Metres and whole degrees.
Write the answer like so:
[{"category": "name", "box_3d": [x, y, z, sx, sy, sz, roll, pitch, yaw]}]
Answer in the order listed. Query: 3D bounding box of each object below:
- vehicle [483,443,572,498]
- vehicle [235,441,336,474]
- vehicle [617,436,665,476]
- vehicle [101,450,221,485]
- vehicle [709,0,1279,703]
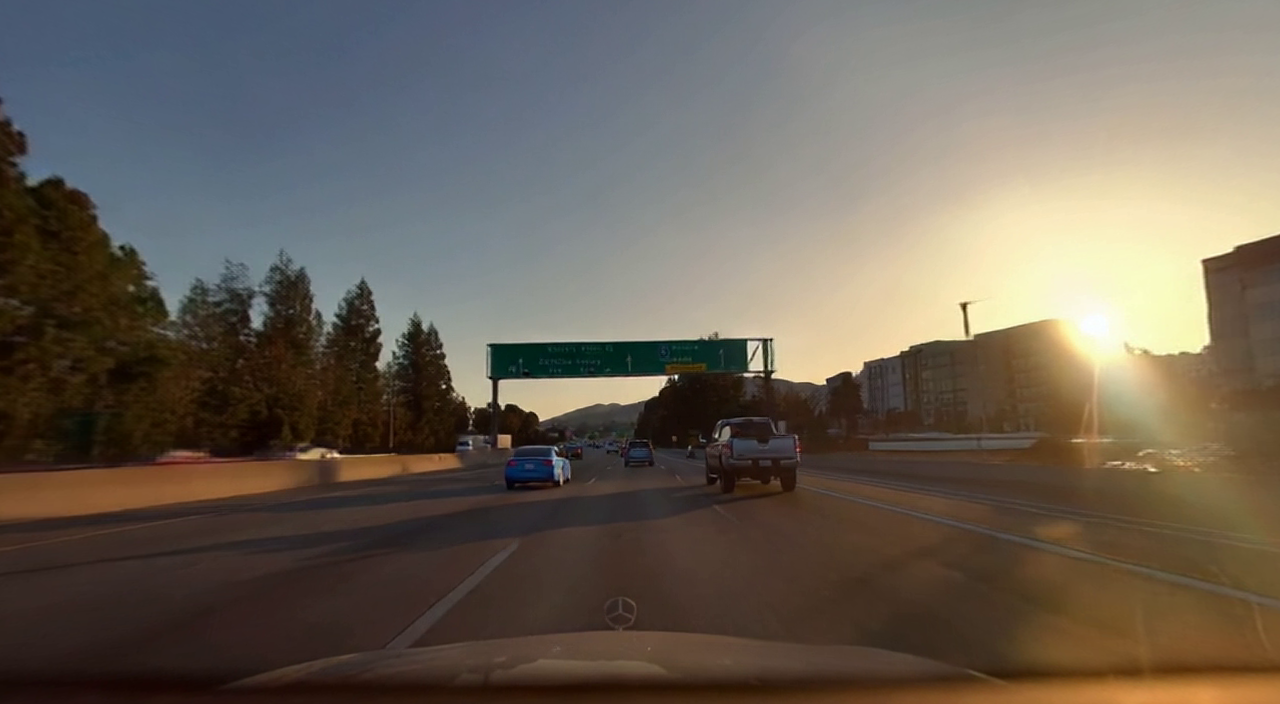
[{"category": "vehicle", "box_3d": [-3.206, 3.474, 18.907, 1.864, 1.406, 4.544, 0, -9, 0]}, {"category": "vehicle", "box_3d": [-20.630, 6.166, 37.224, 2.354, 1.744, 6.331, 0, -9, 0]}, {"category": "vehicle", "box_3d": [0.019, 5.083, 31.113, 2.203, 1.805, 4.358, 0, -9, -1]}, {"category": "vehicle", "box_3d": [-23.301, 5.611, 31.026, 1.977, 1.522, 5.066, 0, -9, -1]}, {"category": "vehicle", "box_3d": [3.516, 0.836, 10.481, 2.876, 4.086, 15.117, 0, -9, -1]}]
